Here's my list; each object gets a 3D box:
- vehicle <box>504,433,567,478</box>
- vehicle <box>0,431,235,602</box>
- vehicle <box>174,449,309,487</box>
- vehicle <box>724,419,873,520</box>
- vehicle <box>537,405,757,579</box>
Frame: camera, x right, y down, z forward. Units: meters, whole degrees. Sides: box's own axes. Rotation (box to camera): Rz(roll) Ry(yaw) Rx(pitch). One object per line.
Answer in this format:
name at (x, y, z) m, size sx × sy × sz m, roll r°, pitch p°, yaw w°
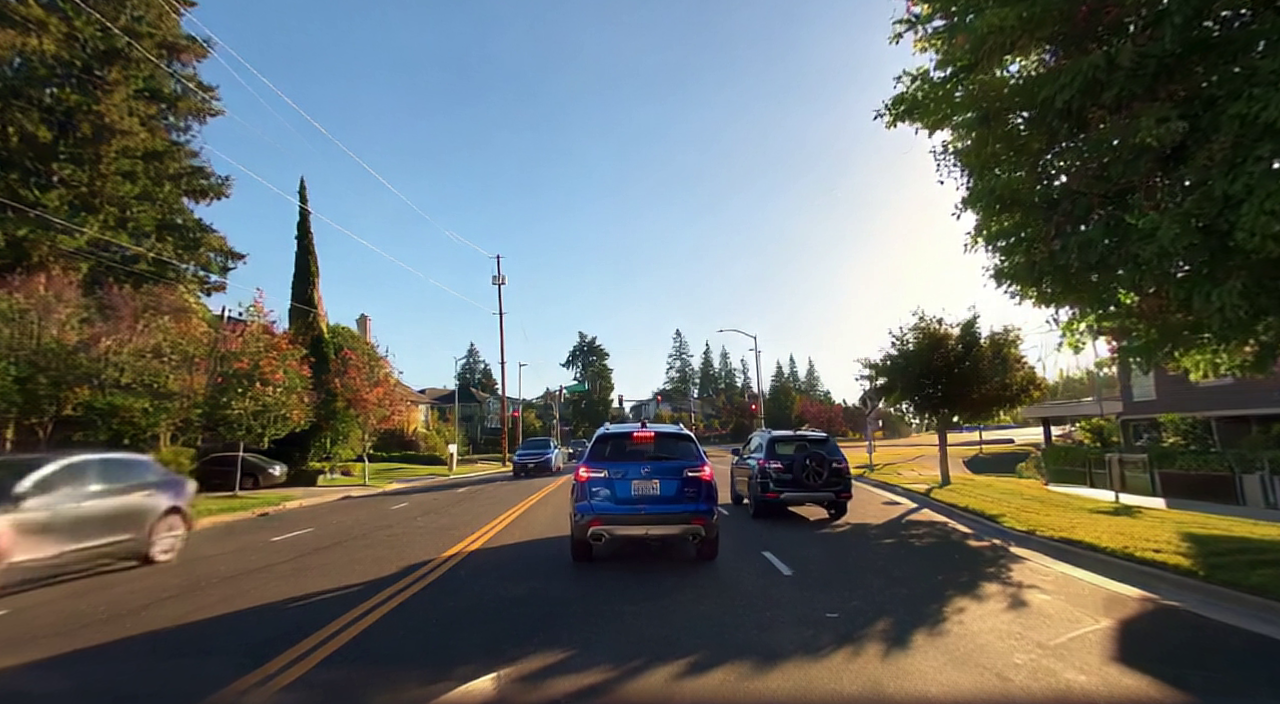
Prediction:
vehicle at (-4.920, 4.977, 30.511) m, size 2.138 × 1.938 × 5.584 m, roll 0°, pitch -8°, yaw -1°
vehicle at (-7.311, 1.854, 7.771) m, size 1.985 × 1.672 × 3.960 m, roll 0°, pitch -8°, yaw 0°
vehicle at (-16.117, 4.678, 25.644) m, size 4.245 × 1.446 × 1.827 m, roll 0°, pitch -8°, yaw 1°
vehicle at (3.075, 2.382, 13.283) m, size 1.967 × 1.756 × 4.281 m, roll 0°, pitch -8°, yaw -1°
vehicle at (0.054, 1.676, 8.321) m, size 2.151 × 1.695 × 4.100 m, roll 0°, pitch -8°, yaw 0°
